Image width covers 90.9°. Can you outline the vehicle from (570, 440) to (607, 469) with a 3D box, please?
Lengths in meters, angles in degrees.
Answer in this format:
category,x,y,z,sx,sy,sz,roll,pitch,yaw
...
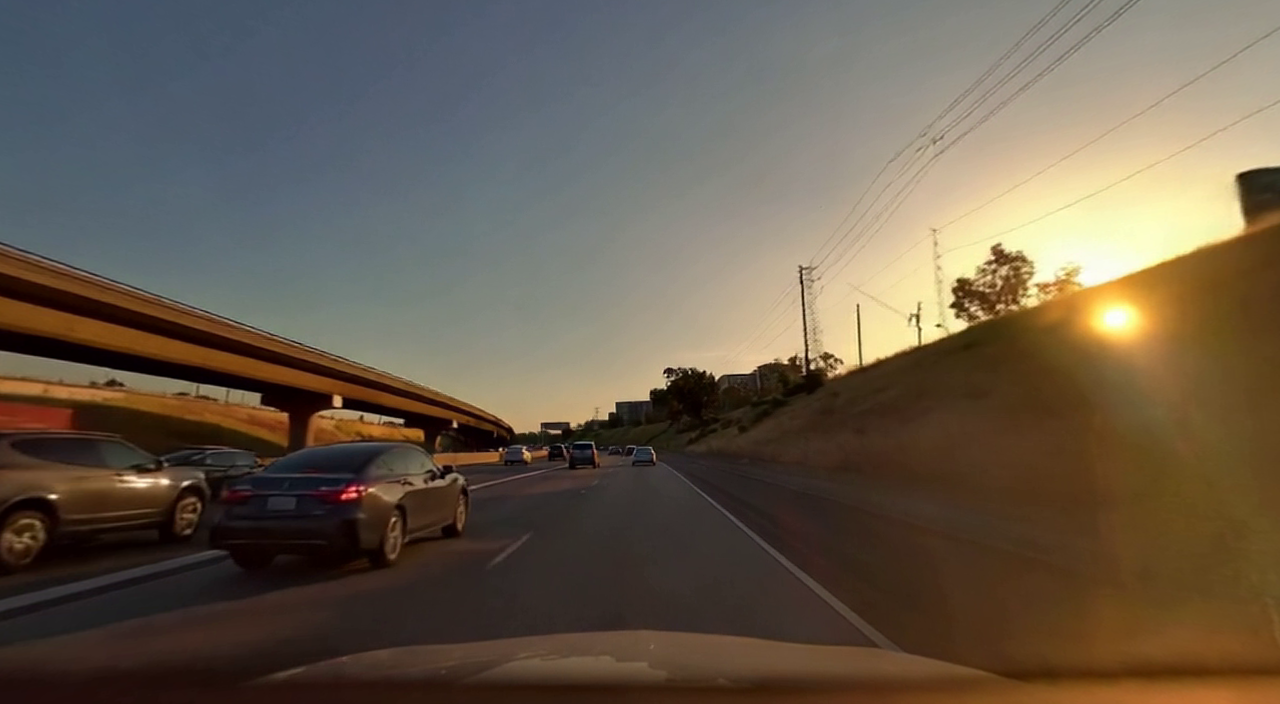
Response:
category,x,y,z,sx,sy,sz,roll,pitch,yaw
vehicle,-3.349,6.807,42.025,2.093,1.831,4.712,0,-8,0

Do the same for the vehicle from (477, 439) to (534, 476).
category,x,y,z,sx,sy,sz,roll,pitch,yaw
vehicle,-7.262,5.715,34.439,2.084,1.815,4.406,0,-8,1

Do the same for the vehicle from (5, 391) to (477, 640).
category,x,y,z,sx,sy,sz,roll,pitch,yaw
vehicle,-3.391,1.468,6.694,2.052,1.731,4.372,0,-8,1

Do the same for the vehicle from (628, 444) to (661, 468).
category,x,y,z,sx,sy,sz,roll,pitch,yaw
vehicle,0.271,6.887,41.920,2.074,1.465,3.977,0,-8,-2
